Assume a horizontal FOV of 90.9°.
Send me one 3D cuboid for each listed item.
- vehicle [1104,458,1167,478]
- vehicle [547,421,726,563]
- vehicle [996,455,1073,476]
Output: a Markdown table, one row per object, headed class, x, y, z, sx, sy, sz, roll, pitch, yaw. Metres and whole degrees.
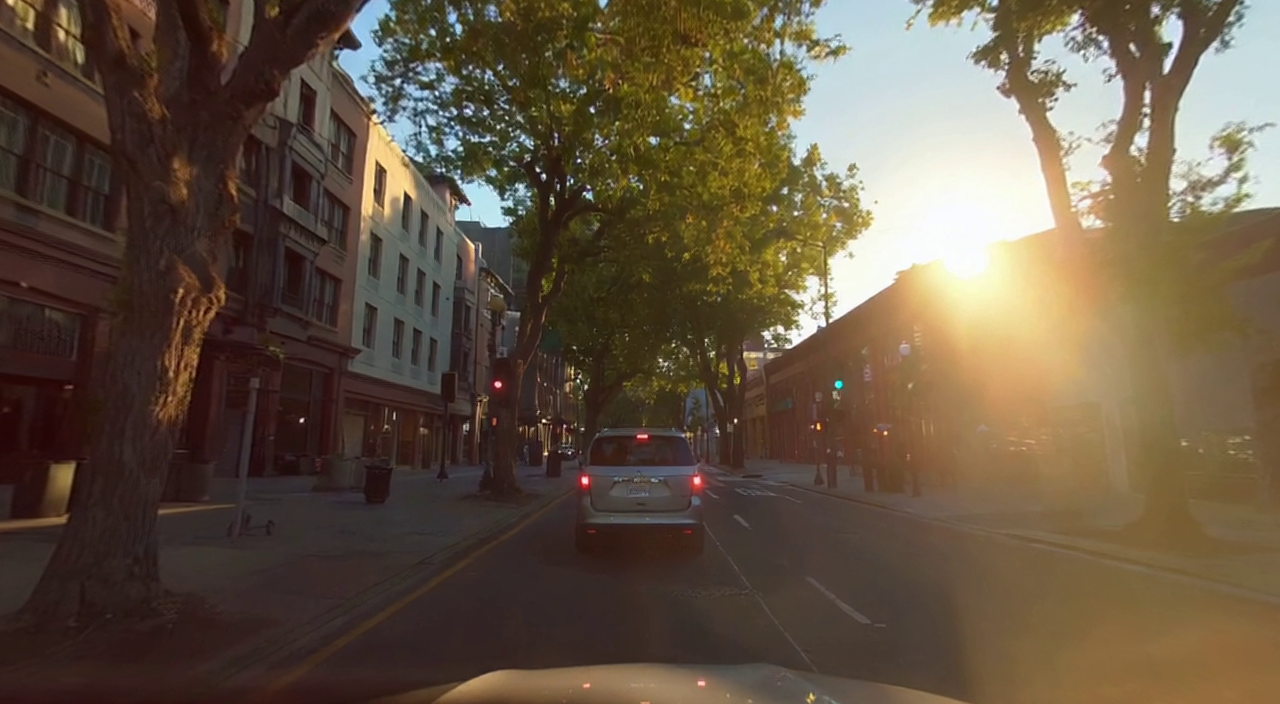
| class | x | y | z | sx | sy | sz | roll | pitch | yaw |
| --- | --- | --- | --- | --- | --- | --- | --- | --- | --- |
| vehicle | 37.462 | 8.746 | 47.676 | 3.445 | 1.363 | 1.608 | 2 | -9 | -1 |
| vehicle | -0.084 | 1.912 | 9.327 | 2.079 | 1.621 | 3.861 | 0 | -8 | -1 |
| vehicle | 29.814 | 8.597 | 47.723 | 4.668 | 1.441 | 1.904 | 1 | -9 | -6 |
